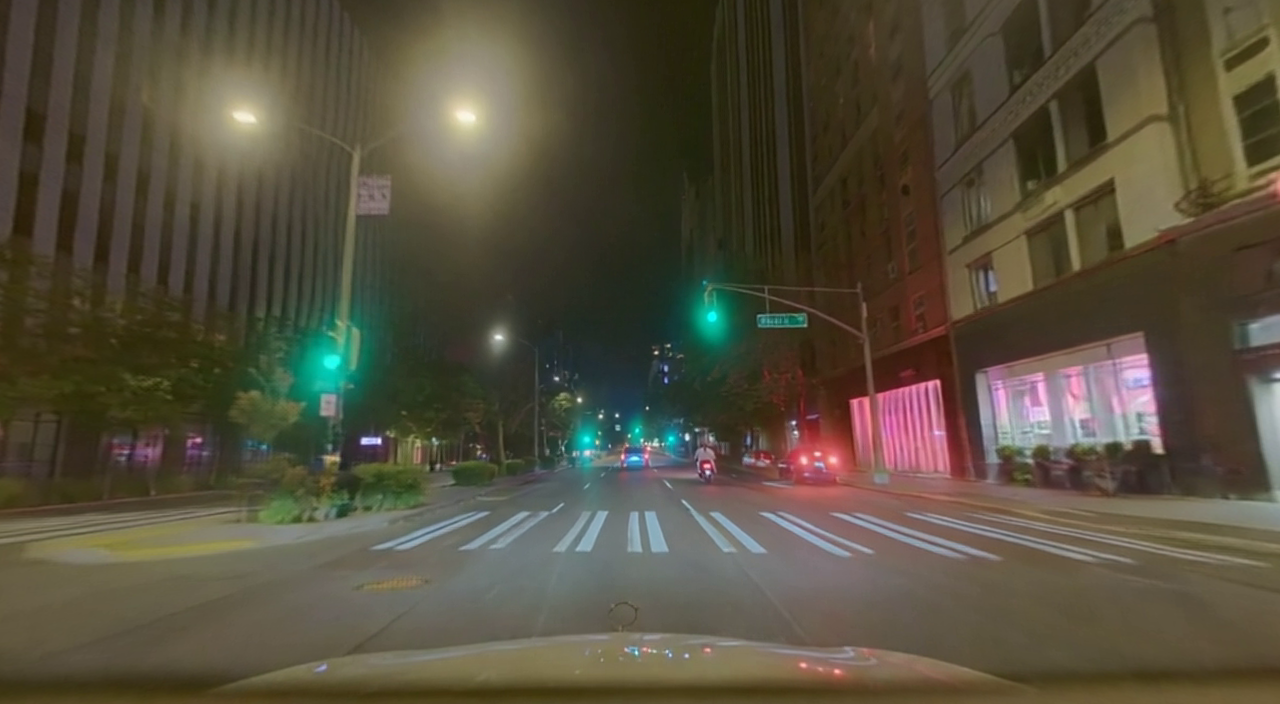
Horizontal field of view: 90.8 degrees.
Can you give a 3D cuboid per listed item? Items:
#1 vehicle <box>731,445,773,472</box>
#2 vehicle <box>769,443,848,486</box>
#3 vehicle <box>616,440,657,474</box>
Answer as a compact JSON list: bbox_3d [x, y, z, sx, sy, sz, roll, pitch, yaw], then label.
[{"bbox_3d":[6.924,6.600,39.333,1.785,1.586,3.896,0,-9,-2],"label":"vehicle"},{"bbox_3d":[6.807,4.588,26.033,2.069,1.590,4.066,0,-9,-1],"label":"vehicle"},{"bbox_3d":[-0.252,5.922,35.839,2.223,1.775,4.250,0,-9,-2],"label":"vehicle"}]
